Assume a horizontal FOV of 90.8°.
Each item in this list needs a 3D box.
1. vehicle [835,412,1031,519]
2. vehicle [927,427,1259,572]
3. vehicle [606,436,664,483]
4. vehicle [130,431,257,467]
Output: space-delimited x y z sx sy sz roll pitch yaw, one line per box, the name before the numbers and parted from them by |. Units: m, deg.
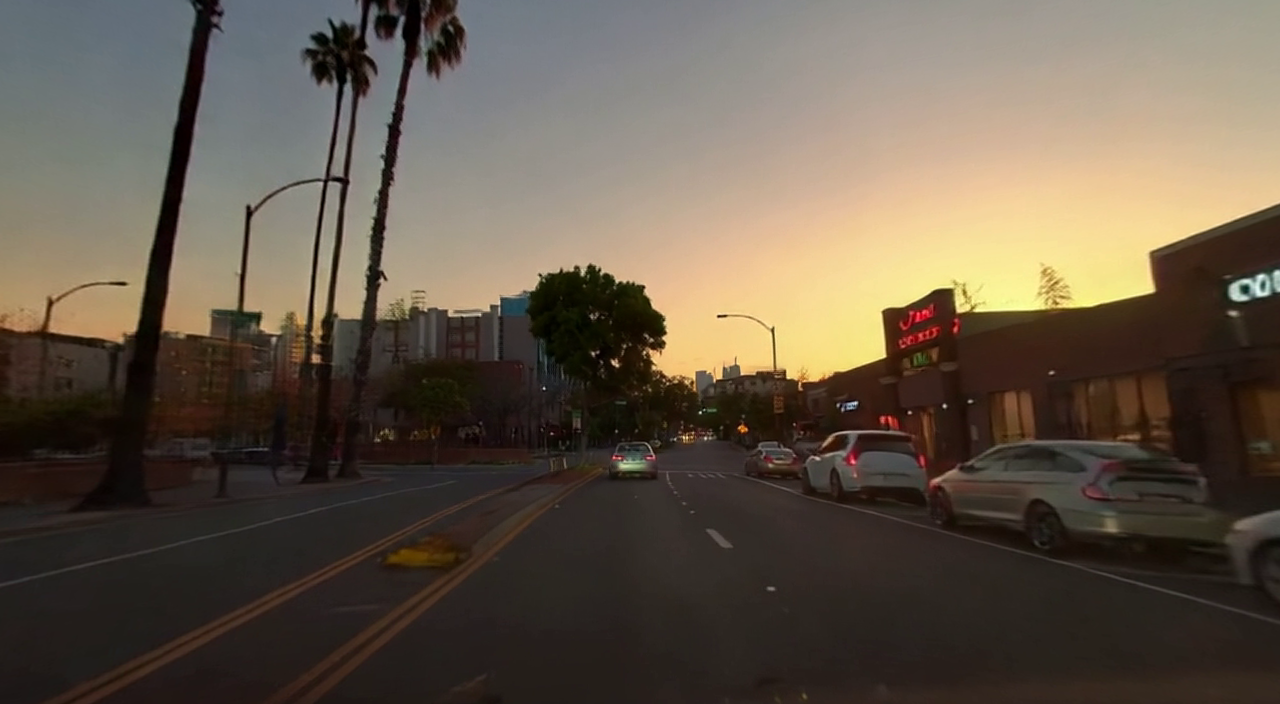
vehicle | 6.092 2.426 13.968 2.008 1.928 4.774 0 -8 0
vehicle | 6.117 1.992 9.323 1.747 1.619 4.157 0 -8 -1
vehicle | -0.227 4.143 24.678 2.063 1.664 4.471 0 -8 -1
vehicle | -32.685 7.099 46.584 2.562 2.387 6.989 -4 -9 30
